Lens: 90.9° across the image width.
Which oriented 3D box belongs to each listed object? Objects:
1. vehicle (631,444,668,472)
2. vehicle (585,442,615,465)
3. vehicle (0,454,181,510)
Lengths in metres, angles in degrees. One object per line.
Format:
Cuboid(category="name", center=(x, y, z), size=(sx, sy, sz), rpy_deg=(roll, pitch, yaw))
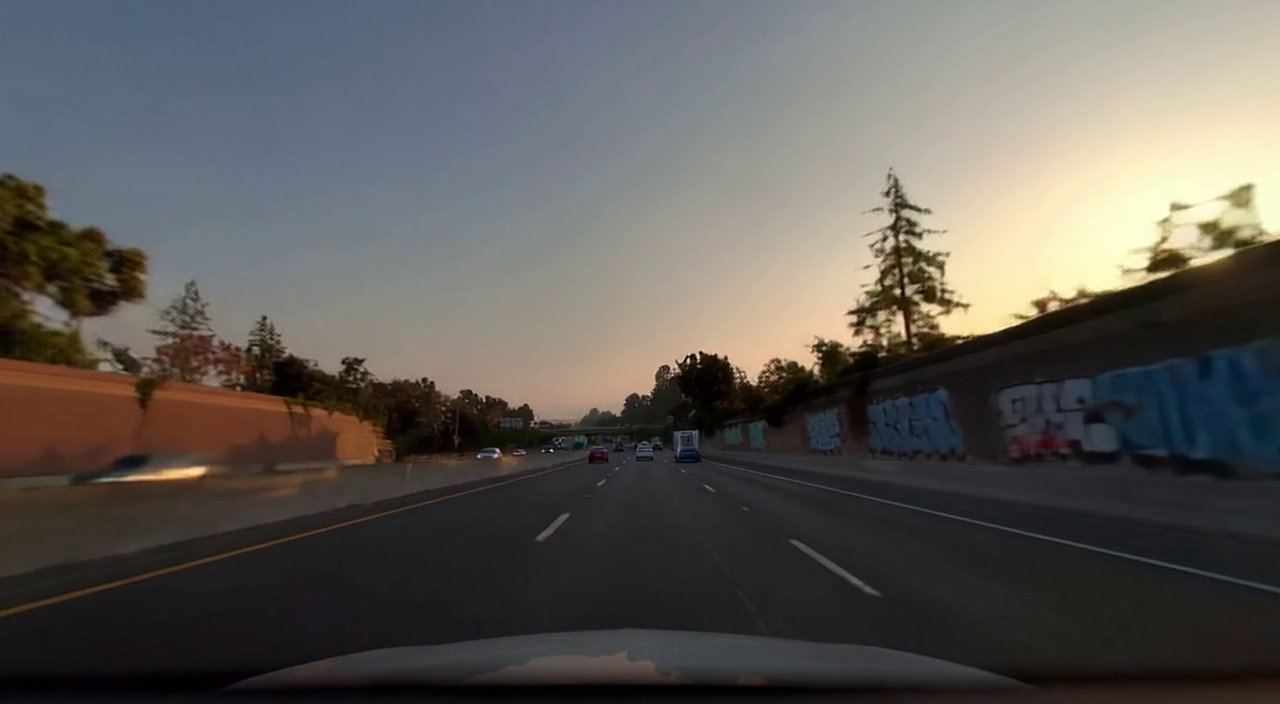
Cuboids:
Cuboid(category="vehicle", center=(0.526, 6.134, 36.713), size=(2.009, 1.506, 4.091), rpy_deg=(0, -9, 0))
Cuboid(category="vehicle", center=(-3.107, 8.045, 49.880), size=(2.095, 1.671, 4.193), rpy_deg=(0, -9, 0))
Cuboid(category="vehicle", center=(-16.474, 3.871, 19.173), size=(1.884, 1.462, 4.122), rpy_deg=(0, -9, 0))
